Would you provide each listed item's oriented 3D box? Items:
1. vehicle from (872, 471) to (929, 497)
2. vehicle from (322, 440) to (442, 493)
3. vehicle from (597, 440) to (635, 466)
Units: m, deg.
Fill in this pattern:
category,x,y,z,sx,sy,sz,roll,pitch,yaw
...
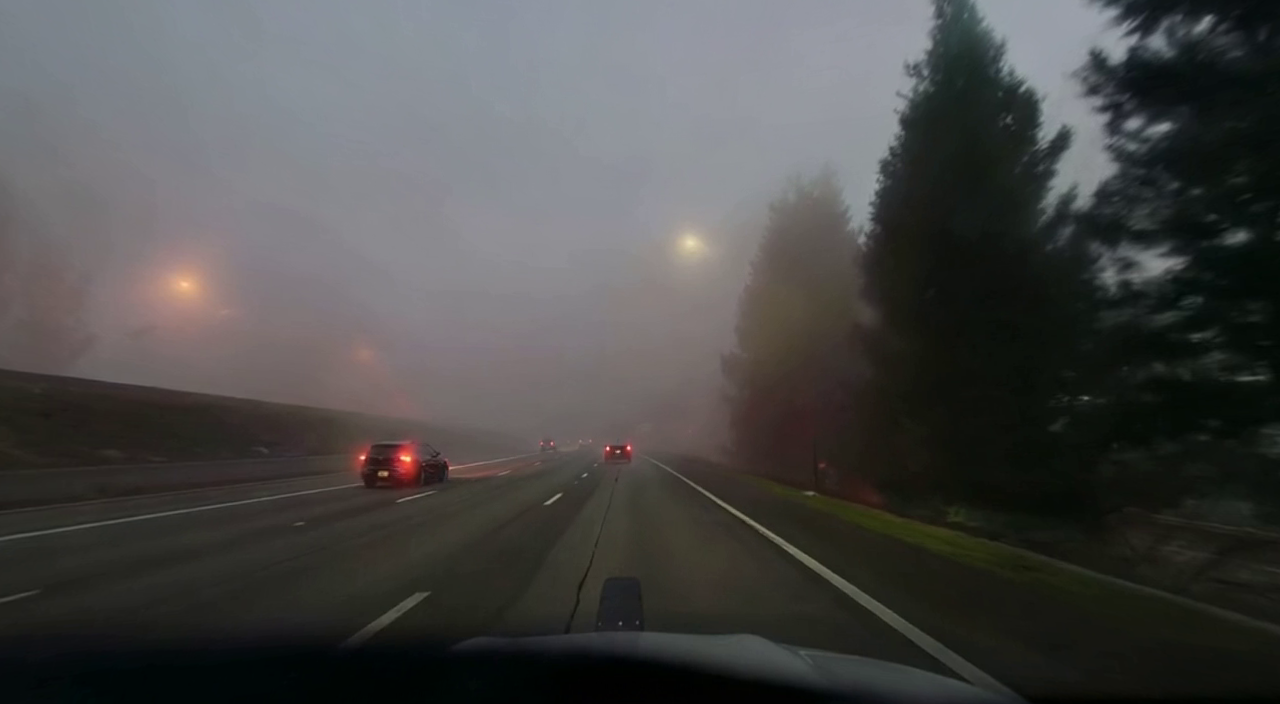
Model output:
category,x,y,z,sx,sy,sz,roll,pitch,yaw
vehicle,20.432,10.361,49.720,2.023,1.782,4.193,2,-9,-13
vehicle,-7.885,3.520,19.822,2.009,1.454,4.250,0,-9,-1
vehicle,-1.317,5.759,36.142,2.038,1.414,4.357,0,-9,-1
